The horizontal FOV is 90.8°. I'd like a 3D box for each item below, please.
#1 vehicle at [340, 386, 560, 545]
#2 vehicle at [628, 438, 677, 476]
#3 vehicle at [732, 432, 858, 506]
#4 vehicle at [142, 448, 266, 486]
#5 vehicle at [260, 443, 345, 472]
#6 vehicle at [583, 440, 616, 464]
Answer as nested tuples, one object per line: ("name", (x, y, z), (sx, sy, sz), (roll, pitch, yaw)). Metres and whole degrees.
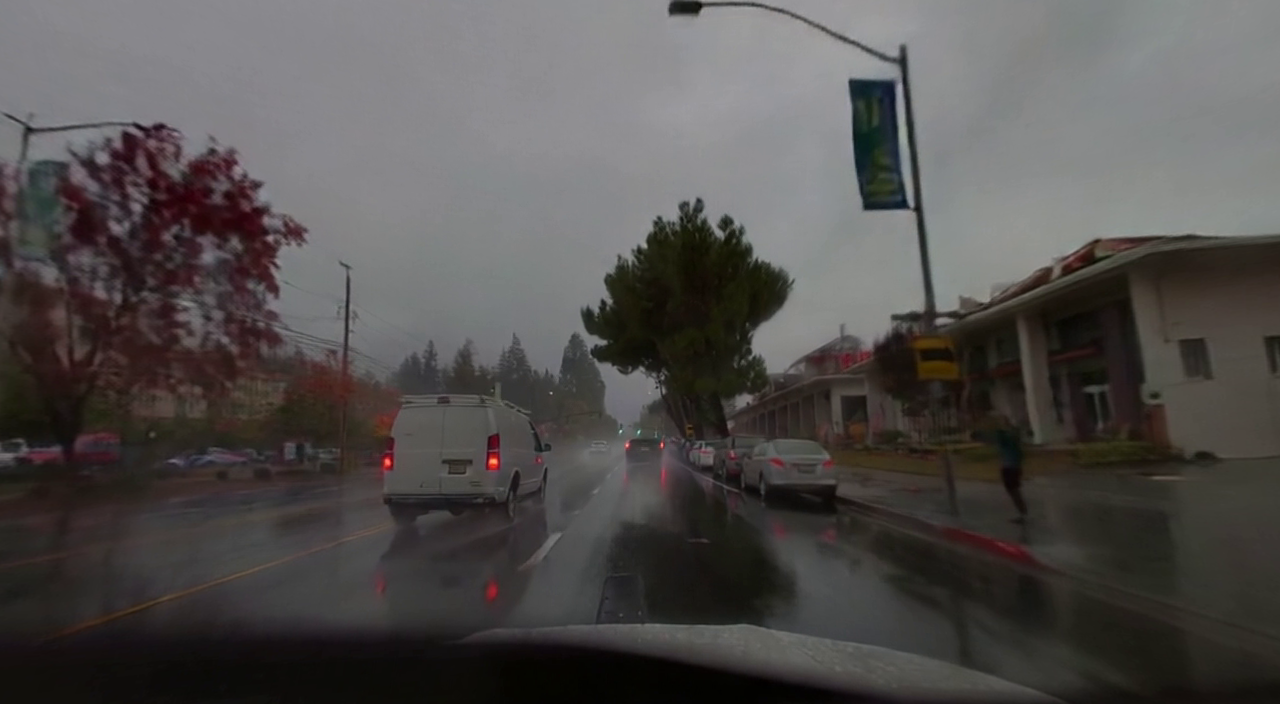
("vehicle", (-2.878, 1.897, 11.107), (2.213, 2.123, 5.124), (0, -9, 0))
("vehicle", (0.519, 4.891, 29.697), (2.126, 1.657, 4.132), (0, -9, -1))
("vehicle", (3.834, 2.995, 16.638), (1.947, 1.646, 4.782), (0, -9, -2))
("vehicle", (-23.089, 6.076, 33.585), (5.075, 1.581, 2.063), (-3, -8, -2))
("vehicle", (-23.970, 7.497, 45.021), (4.791, 1.928, 2.144), (0, -9, 1))
("vehicle", (-2.913, 7.300, 46.288), (2.028, 1.689, 4.162), (0, -9, 1))
